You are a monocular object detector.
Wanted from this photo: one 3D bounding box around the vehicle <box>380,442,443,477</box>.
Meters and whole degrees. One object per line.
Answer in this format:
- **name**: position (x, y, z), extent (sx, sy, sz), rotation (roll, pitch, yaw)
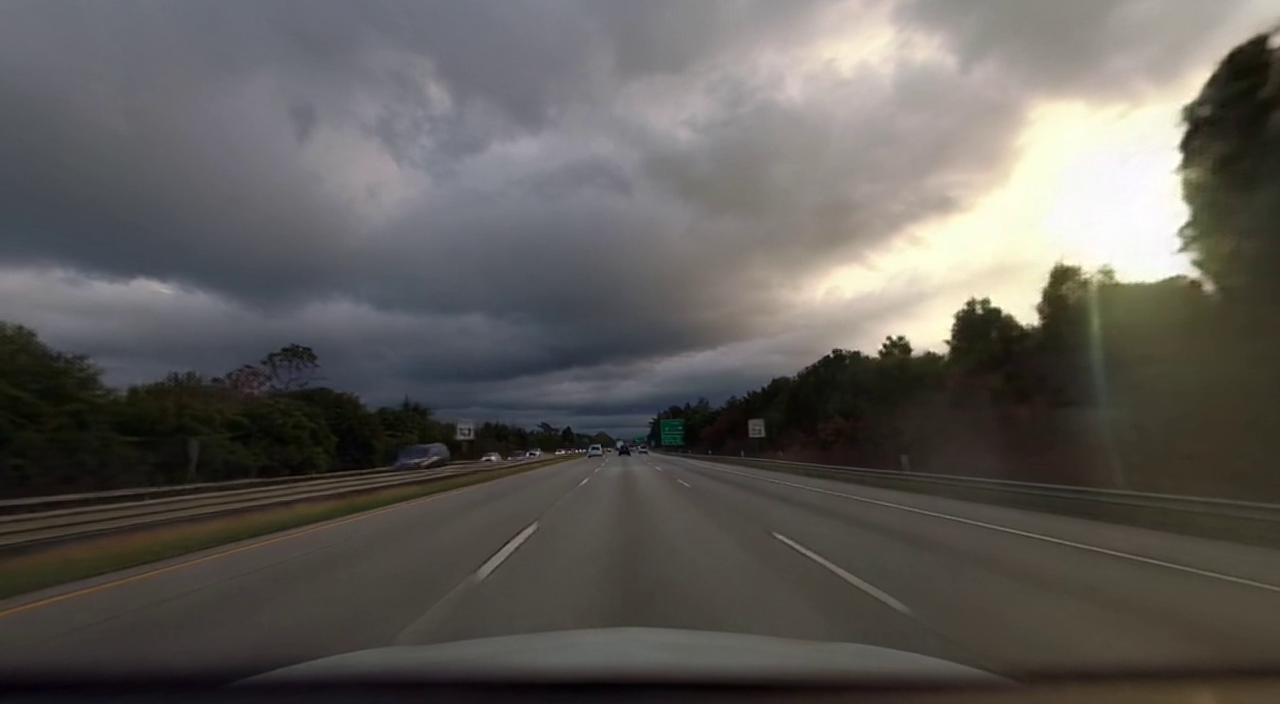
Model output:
- **vehicle**: position (-16.205, 7.664, 44.805), extent (2.303, 2.310, 5.855), rotation (0, -9, 0)
